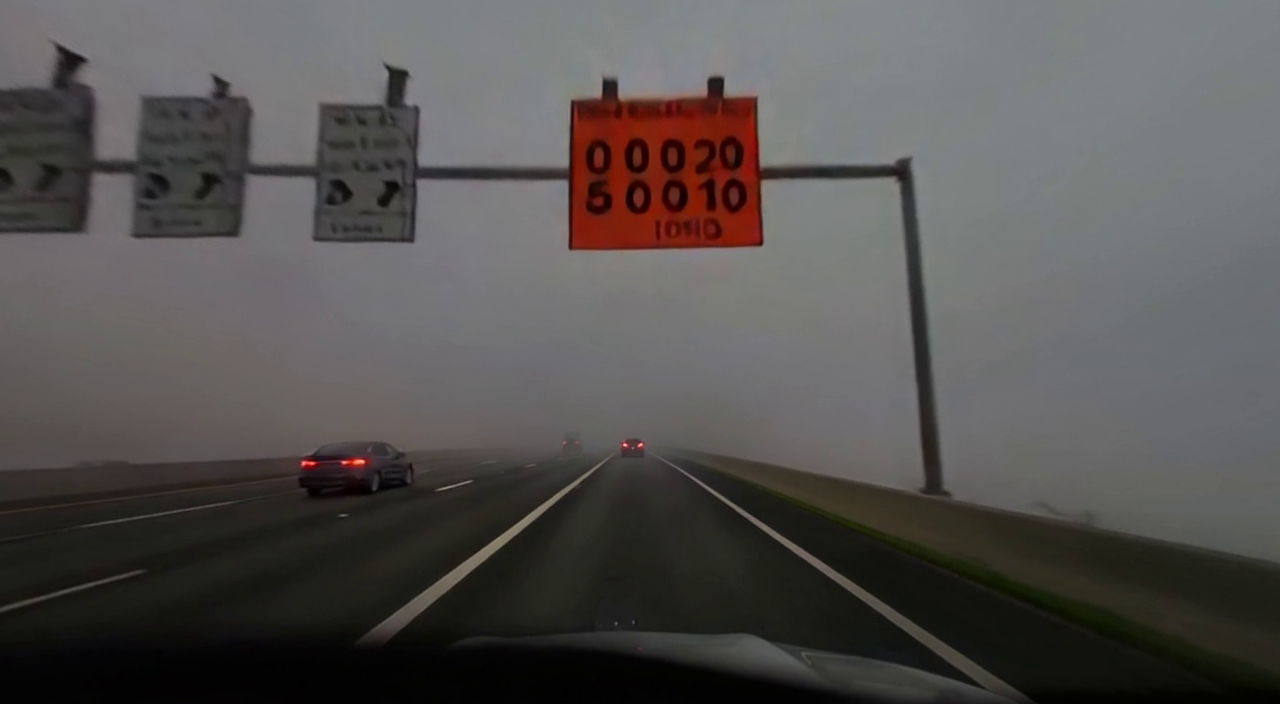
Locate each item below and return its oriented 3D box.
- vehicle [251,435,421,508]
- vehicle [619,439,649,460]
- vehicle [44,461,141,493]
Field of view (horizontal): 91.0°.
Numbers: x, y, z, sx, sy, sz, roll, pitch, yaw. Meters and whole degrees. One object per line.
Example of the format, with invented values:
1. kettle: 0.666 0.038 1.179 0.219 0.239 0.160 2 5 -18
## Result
1. vehicle: -7.272 2.868 15.741 1.939 1.504 4.727 0 -8 -1
2. vehicle: -0.419 7.023 45.462 2.072 1.440 3.690 0 -8 -1
3. vehicle: -27.302 6.221 31.563 1.637 1.384 3.701 0 -8 -3
